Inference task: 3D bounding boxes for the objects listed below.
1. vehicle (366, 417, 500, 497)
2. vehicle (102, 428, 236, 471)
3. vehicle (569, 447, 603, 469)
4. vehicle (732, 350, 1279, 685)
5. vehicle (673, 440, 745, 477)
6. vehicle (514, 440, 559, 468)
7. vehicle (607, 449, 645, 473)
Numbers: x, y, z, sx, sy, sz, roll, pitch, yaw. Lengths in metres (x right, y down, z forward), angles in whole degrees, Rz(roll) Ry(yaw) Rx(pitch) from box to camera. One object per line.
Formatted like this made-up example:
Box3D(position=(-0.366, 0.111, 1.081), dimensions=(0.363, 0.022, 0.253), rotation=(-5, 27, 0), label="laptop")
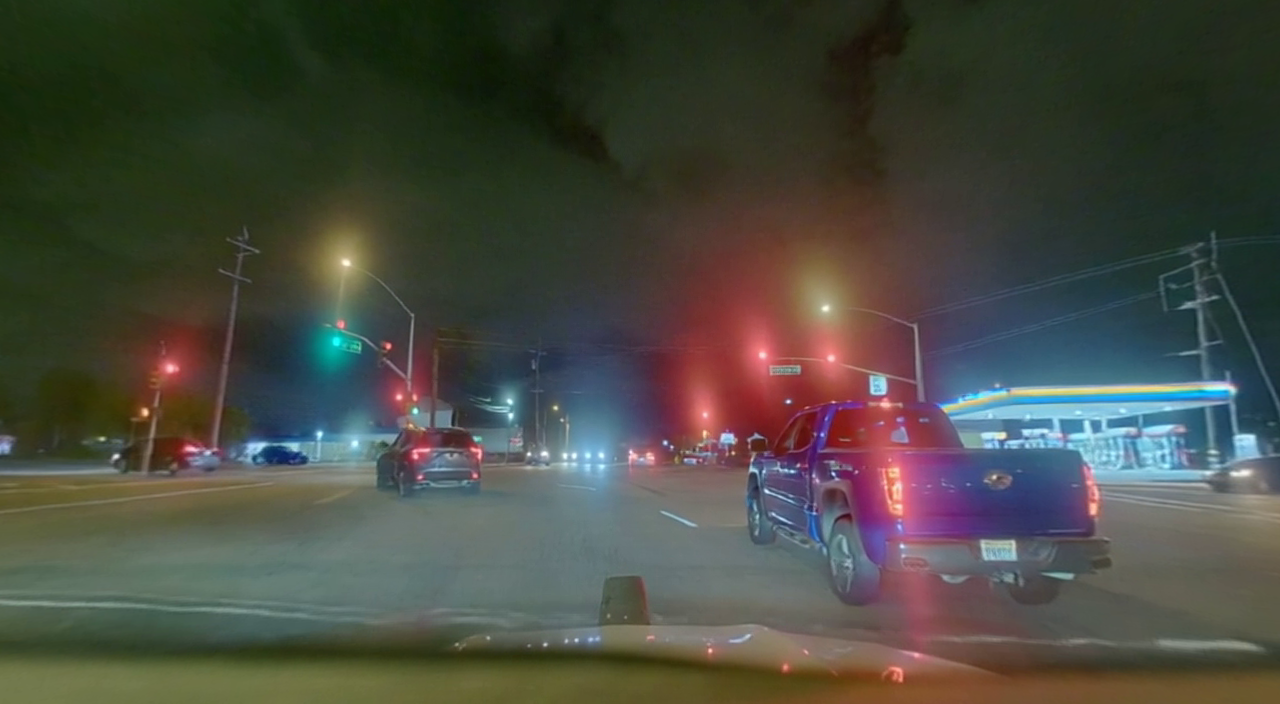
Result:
Box3D(position=(-5.836, 2.828, 17.360), dimensions=(2.141, 1.842, 4.889), rotation=(5, -10, -34), label="vehicle")
Box3D(position=(-20.182, 4.188, 27.111), dimensions=(4.498, 1.725, 1.921), rotation=(-2, -8, 10), label="vehicle")
Box3D(position=(-3.920, 7.746, 46.300), dimensions=(1.856, 1.448, 4.455), rotation=(-1, -8, 3), label="vehicle")
Box3D(position=(2.493, 1.268, 6.142), dimensions=(2.036, 1.818, 5.192), rotation=(1, -8, -4), label="vehicle")
Box3D(position=(3.355, 5.305, 31.763), dimensions=(1.977, 1.726, 4.721), rotation=(2, -9, -15), label="vehicle")
Box3D(position=(-7.347, 7.294, 45.331), dimensions=(2.303, 1.895, 5.301), rotation=(0, -8, 1), label="vehicle")
Box3D(position=(-0.846, 6.193, 36.068), dimensions=(1.898, 1.281, 4.013), rotation=(1, -8, -5), label="vehicle")
